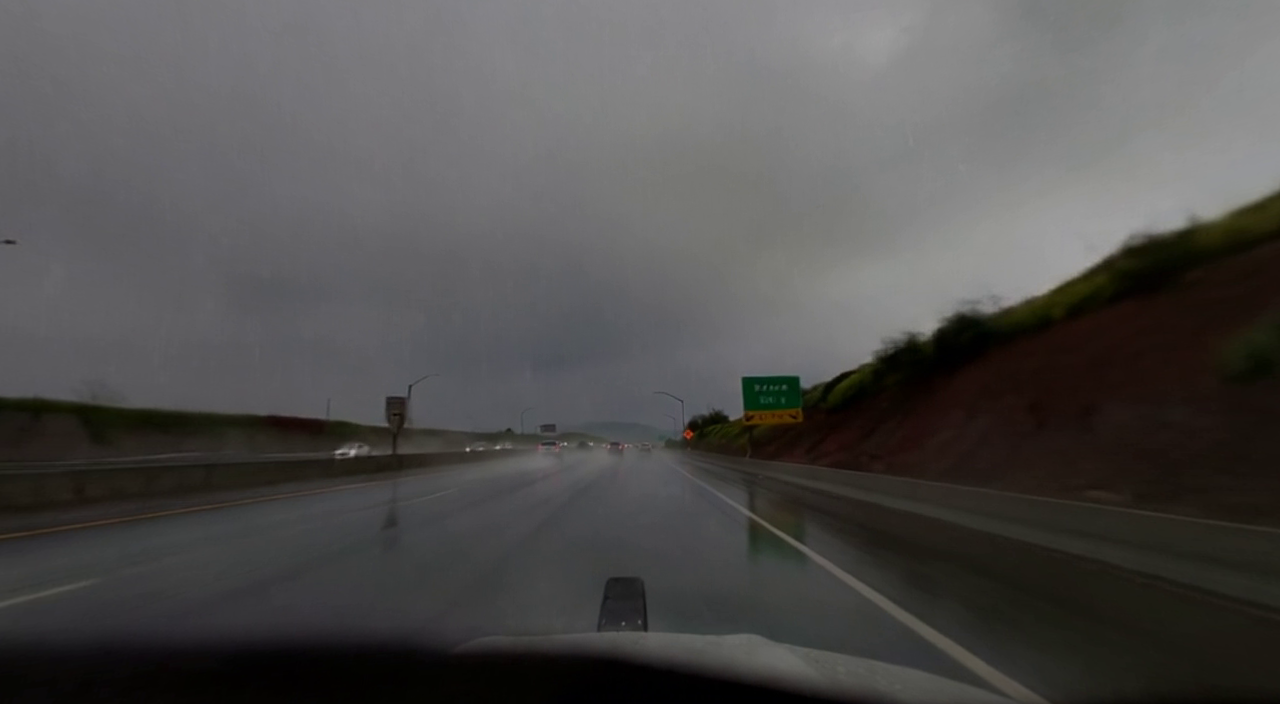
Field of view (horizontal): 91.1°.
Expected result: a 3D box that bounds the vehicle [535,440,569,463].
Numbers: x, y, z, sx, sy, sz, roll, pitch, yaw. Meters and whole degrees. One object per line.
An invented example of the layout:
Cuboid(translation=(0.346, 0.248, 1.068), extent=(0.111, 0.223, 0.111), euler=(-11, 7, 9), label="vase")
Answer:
Cuboid(translation=(-6.712, 7.666, 48.423), extent=(1.972, 1.660, 4.254), euler=(0, -9, 1), label="vehicle")
